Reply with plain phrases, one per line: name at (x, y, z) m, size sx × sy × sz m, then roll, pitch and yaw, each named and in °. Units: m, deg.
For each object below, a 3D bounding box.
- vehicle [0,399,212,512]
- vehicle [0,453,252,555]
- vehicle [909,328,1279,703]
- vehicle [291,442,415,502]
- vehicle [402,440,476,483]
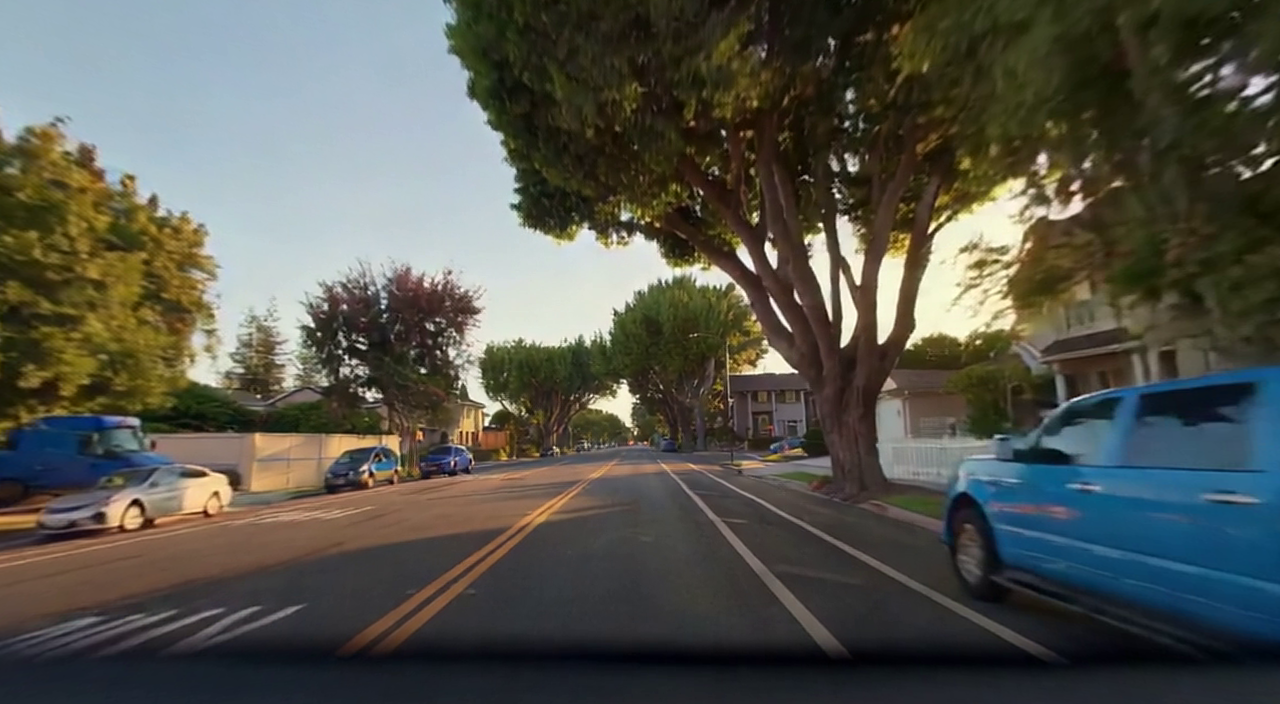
vehicle at (-17.997, 3.374, 20.986) m, size 2.725 × 3.122 × 6.348 m, roll -2°, pitch -8°, yaw 5°
vehicle at (-11.253, 3.233, 14.205) m, size 2.186 × 1.532 × 4.751 m, roll -5°, pitch -7°, yaw -2°
vehicle at (3.930, 0.980, 3.479) m, size 2.407 × 1.926 × 5.615 m, roll 0°, pitch -8°, yaw 0°
vehicle at (-11.096, 4.610, 25.044) m, size 2.341 × 1.835 × 5.570 m, roll -3°, pitch -7°, yaw 0°
vehicle at (-11.086, 6.022, 35.375) m, size 2.241 × 1.944 × 5.709 m, roll -5°, pitch -7°, yaw 0°
